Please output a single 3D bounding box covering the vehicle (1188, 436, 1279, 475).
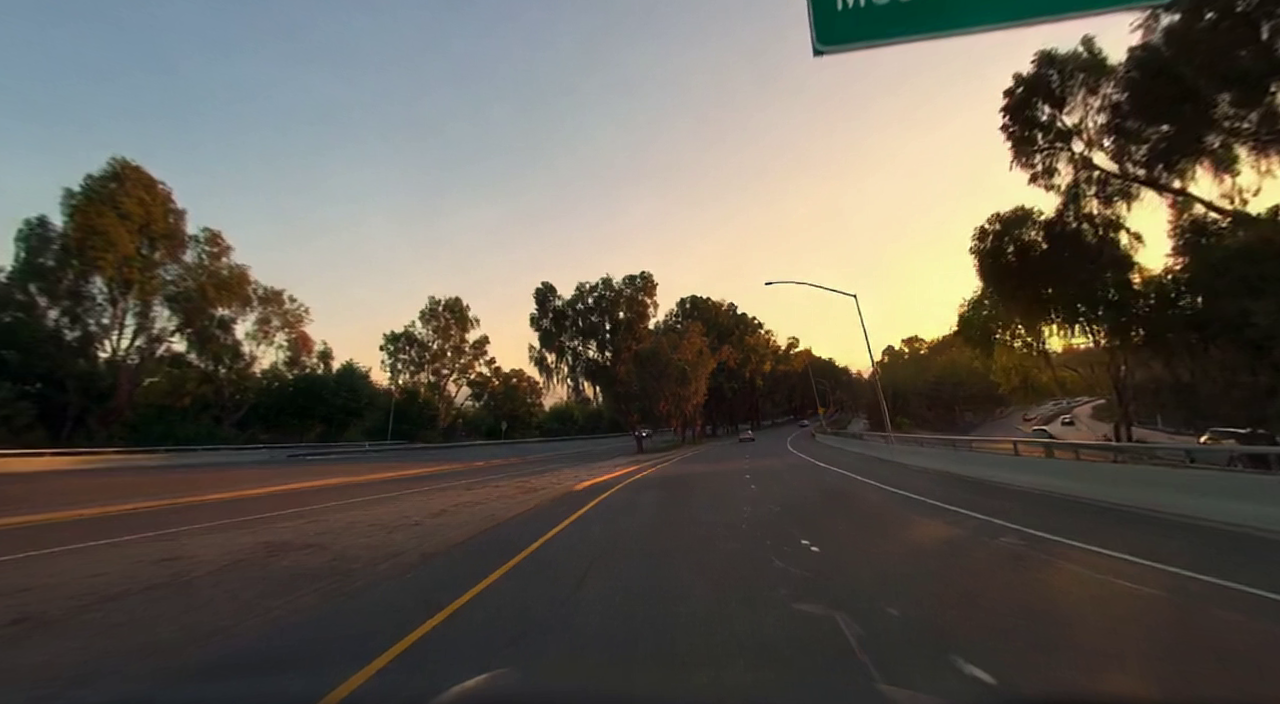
[{"bbox_3d":[38.630,6.673,40.674,2.193,2.281,5.602,-3,-10,12],"label":"vehicle"}]
